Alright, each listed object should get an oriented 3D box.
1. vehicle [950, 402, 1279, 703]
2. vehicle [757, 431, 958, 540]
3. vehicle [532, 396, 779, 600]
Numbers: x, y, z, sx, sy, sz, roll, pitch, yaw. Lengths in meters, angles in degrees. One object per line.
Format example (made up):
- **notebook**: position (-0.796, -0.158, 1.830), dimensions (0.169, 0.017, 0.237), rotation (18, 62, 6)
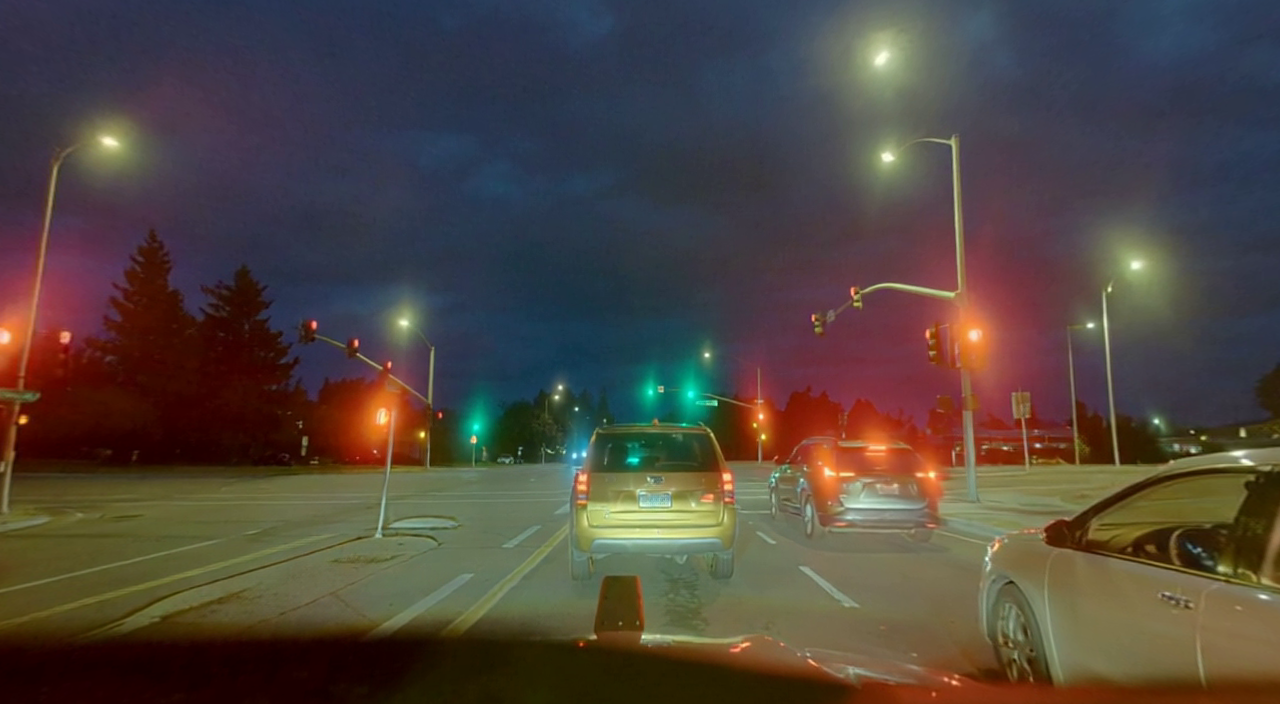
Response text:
- **vehicle**: position (3.164, 0.908, 2.150), dimensions (1.924, 1.466, 4.461), rotation (0, -8, 0)
- **vehicle**: position (3.454, 2.184, 11.008), dimensions (1.861, 1.495, 4.215), rotation (0, -8, -2)
- **vehicle**: position (0.125, 1.620, 7.898), dimensions (2.170, 1.793, 4.468), rotation (0, -8, 0)
